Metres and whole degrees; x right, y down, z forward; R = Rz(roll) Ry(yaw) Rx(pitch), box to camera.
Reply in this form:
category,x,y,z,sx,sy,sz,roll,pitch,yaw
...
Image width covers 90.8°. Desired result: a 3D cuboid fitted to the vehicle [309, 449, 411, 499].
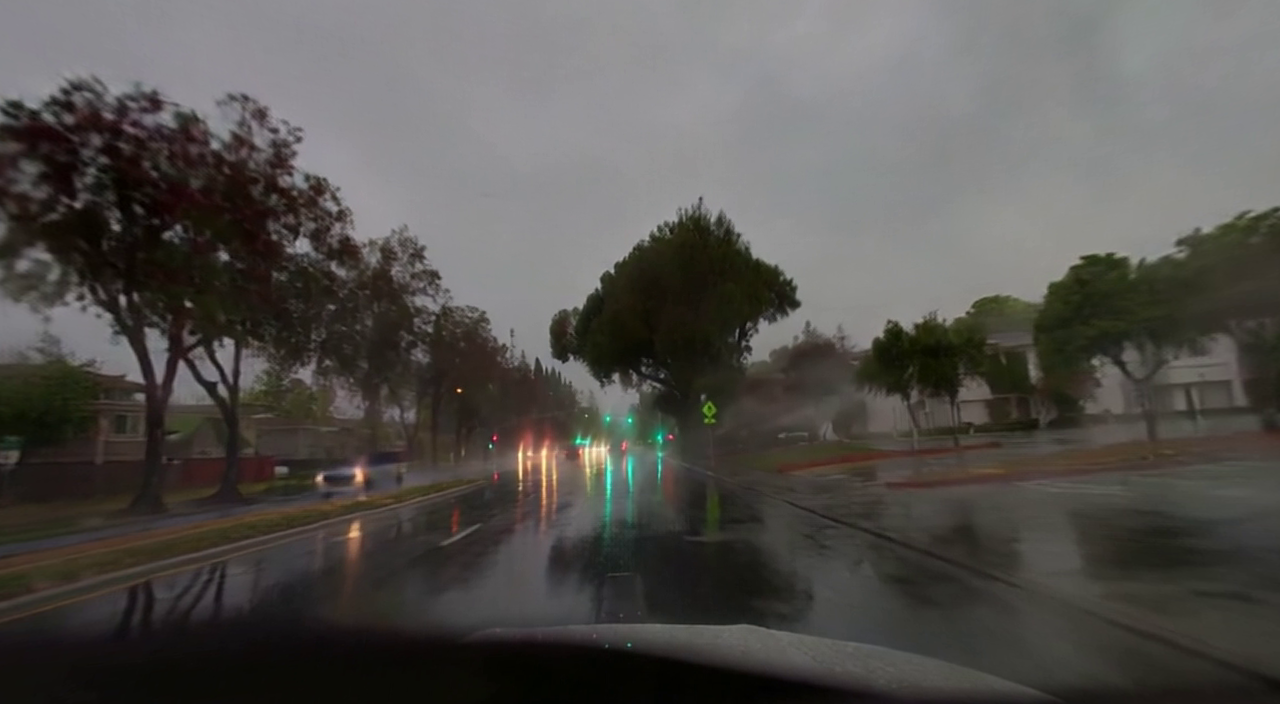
category,x,y,z,sx,sy,sz,roll,pitch,yaw
vehicle,-11.079,4.822,25.385,2.121,1.769,4.359,0,-8,-1

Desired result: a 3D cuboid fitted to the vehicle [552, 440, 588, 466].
category,x,y,z,sx,sy,sz,roll,pitch,yaw
vehicle,-4.877,7.123,44.661,2.065,1.714,4.272,0,-8,0
